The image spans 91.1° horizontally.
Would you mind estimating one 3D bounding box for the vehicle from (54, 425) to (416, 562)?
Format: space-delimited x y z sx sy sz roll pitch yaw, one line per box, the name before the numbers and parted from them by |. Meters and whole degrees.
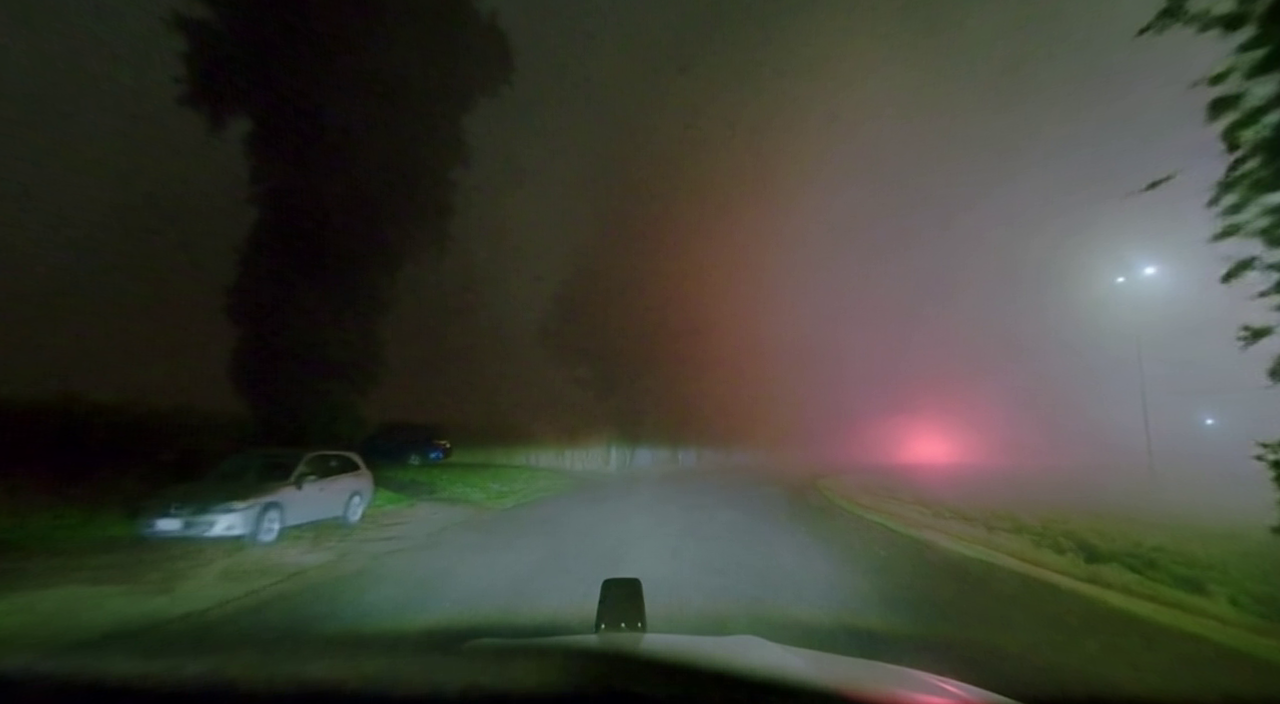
vehicle | -5.436 1.983 9.529 2.166 1.512 4.822 0 -9 2
